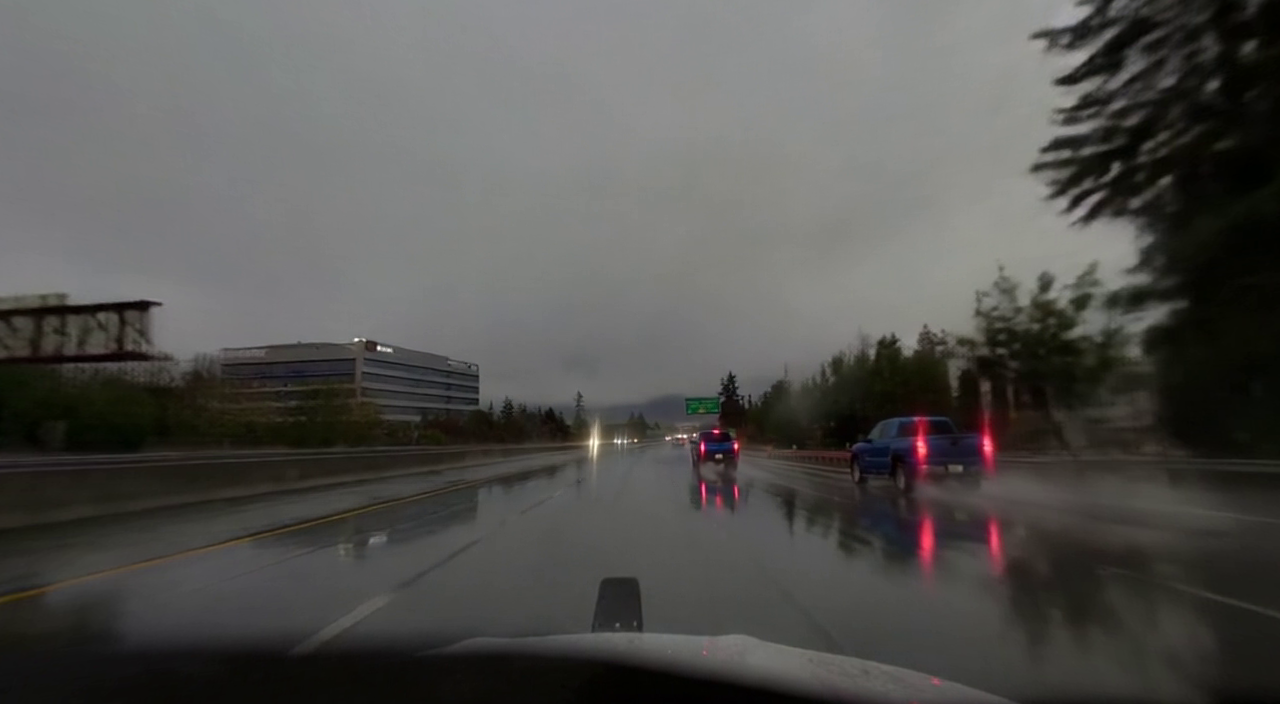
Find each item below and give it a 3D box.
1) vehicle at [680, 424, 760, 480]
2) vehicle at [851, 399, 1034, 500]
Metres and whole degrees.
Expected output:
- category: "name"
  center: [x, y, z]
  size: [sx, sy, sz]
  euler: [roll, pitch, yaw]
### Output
- category: "vehicle"
  center: [3.070, 4.011, 25.480]
  size: [2.462, 1.984, 4.718]
  euler: [0, -9, -2]
- category: "vehicle"
  center: [7.766, 2.606, 17.071]
  size: [2.158, 2.268, 5.396]
  euler: [0, -9, -1]
